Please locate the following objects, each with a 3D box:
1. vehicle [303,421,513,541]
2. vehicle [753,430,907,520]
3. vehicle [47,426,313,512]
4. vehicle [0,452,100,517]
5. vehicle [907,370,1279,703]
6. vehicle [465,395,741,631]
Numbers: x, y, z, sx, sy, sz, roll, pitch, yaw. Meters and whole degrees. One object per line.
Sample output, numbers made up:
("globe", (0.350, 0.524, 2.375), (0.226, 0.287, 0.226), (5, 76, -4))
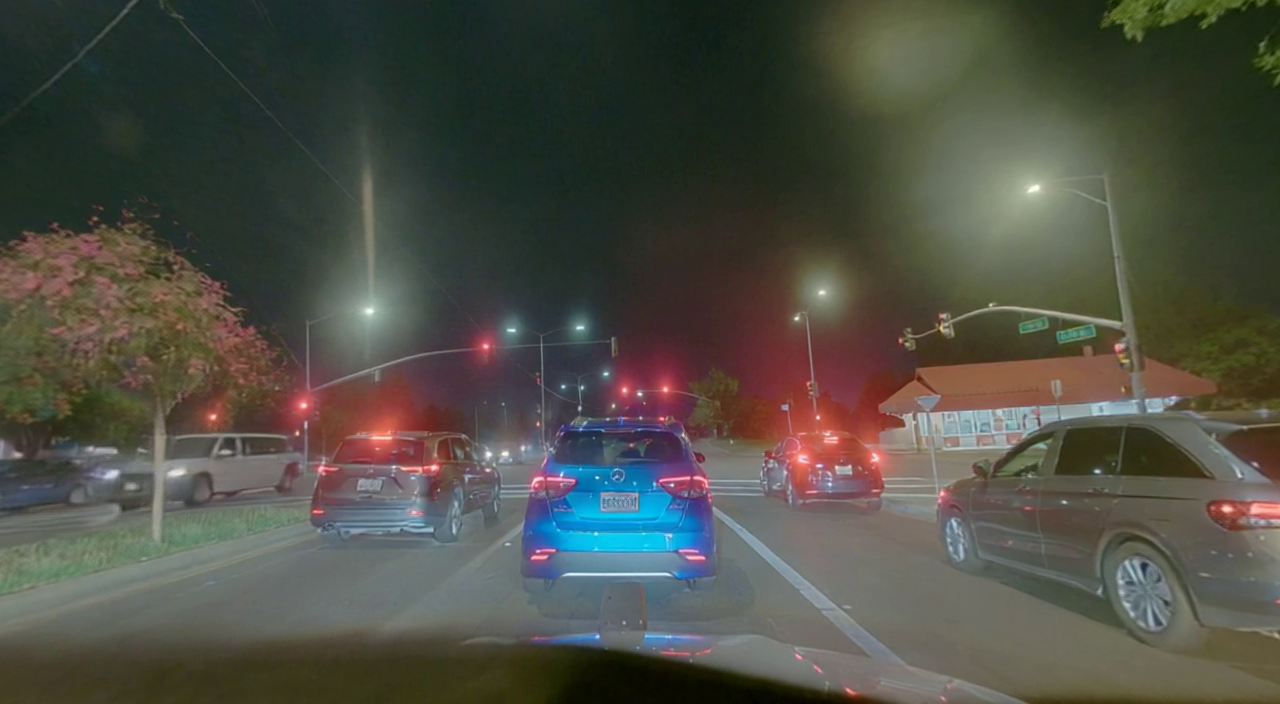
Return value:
("vehicle", (-3.762, 2.166, 11.224), (2.012, 1.701, 4.316), (0, -8, 1))
("vehicle", (3.673, 2.437, 12.983), (1.847, 1.554, 3.885), (0, -8, -2))
("vehicle", (-12.138, 3.136, 17.611), (2.276, 1.926, 6.686), (0, -8, 1))
("vehicle", (-15.822, 3.215, 15.399), (1.774, 1.468, 3.863), (0, -8, 1))
("vehicle", (4.165, 1.281, 5.392), (2.014, 1.740, 4.515), (-1, -8, 4))
("vehicle", (-0.154, 1.480, 6.743), (2.022, 1.700, 4.084), (0, -9, 4))
